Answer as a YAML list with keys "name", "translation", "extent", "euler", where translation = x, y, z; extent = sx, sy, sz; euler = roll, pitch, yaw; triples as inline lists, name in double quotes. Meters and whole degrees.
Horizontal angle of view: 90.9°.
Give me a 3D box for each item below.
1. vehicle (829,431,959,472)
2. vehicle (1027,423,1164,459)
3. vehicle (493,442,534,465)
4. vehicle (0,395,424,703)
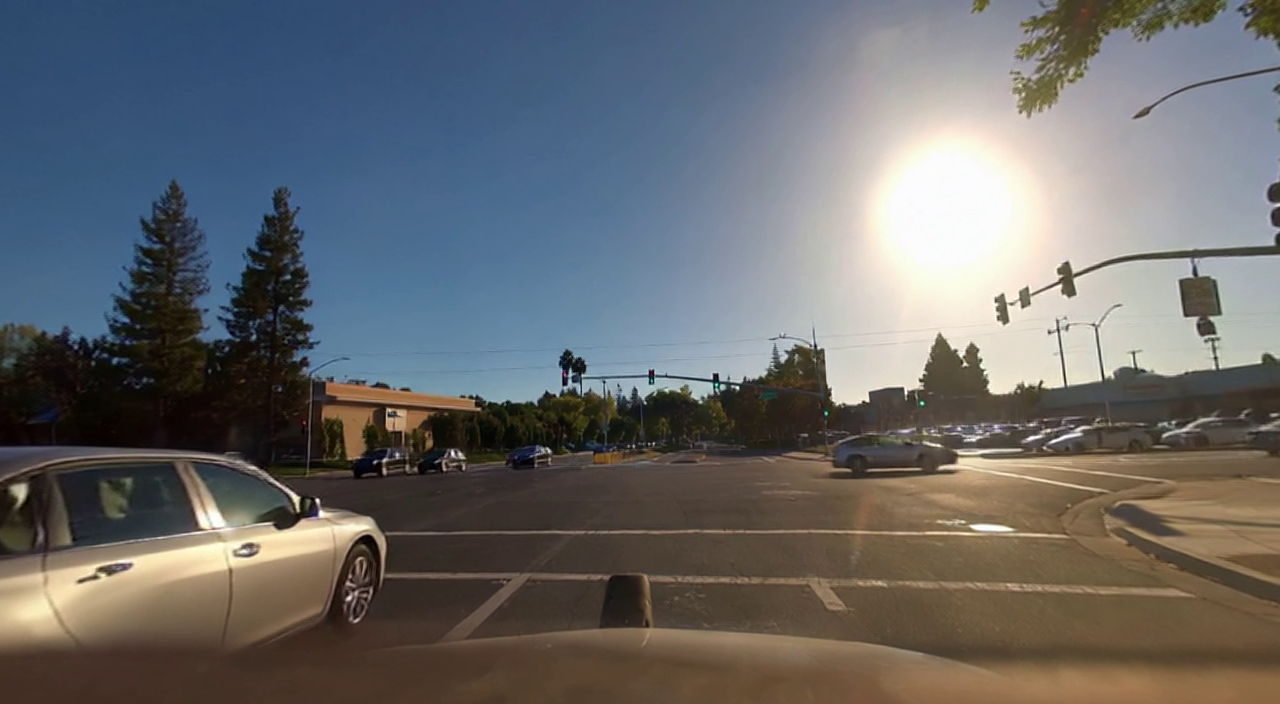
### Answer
- name: "vehicle"
  translation: [9.546, 3.774, 24.053]
  extent: [4.364, 1.450, 1.841]
  euler: [-3, -9, 17]
- name: "vehicle"
  translation: [19.940, 3.918, 27.727]
  extent: [4.552, 1.492, 2.002]
  euler: [0, -9, -4]
- name: "vehicle"
  translation: [-9.707, 7.833, 48.784]
  extent: [1.905, 1.724, 4.449]
  euler: [-1, -8, 5]
- name: "vehicle"
  translation: [-2.935, 1.069, 3.195]
  extent: [1.924, 1.482, 4.734]
  euler: [0, -8, 1]
